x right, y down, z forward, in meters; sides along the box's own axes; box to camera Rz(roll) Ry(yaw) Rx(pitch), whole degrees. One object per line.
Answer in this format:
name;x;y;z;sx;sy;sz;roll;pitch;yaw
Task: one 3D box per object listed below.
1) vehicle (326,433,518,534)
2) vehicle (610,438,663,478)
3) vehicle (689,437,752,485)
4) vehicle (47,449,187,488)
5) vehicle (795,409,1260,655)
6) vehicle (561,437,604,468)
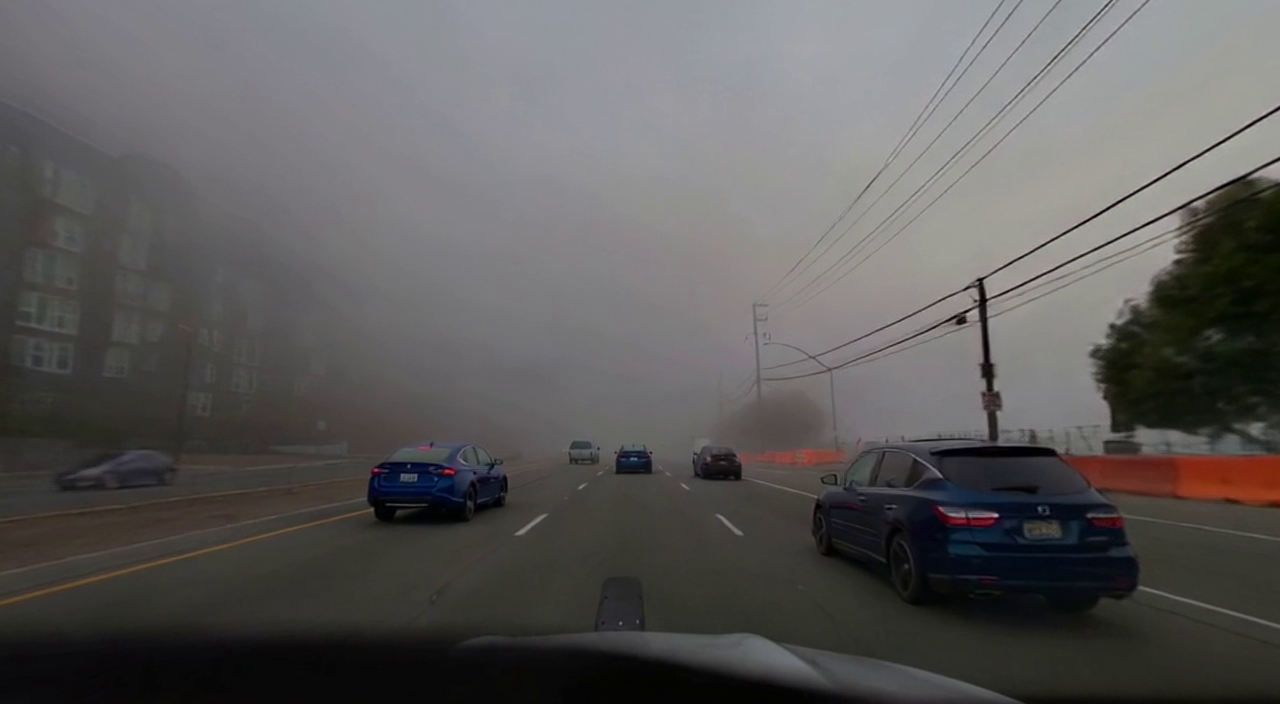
vehicle;-3.633;2.253;11.483;1.968;1.473;4.209;0;-8;0
vehicle;-0.150;4.857;29.202;2.291;1.714;4.217;0;-8;0
vehicle;3.258;4.492;26.384;2.029;1.797;4.218;0;-8;-1
vehicle;-22.030;4.871;26.901;2.053;1.472;4.526;0;-8;0
vehicle;3.044;1.477;6.216;1.975;1.598;4.025;0;-8;0
vehicle;-3.573;6.357;40.117;2.190;1.832;4.417;0;-8;1
